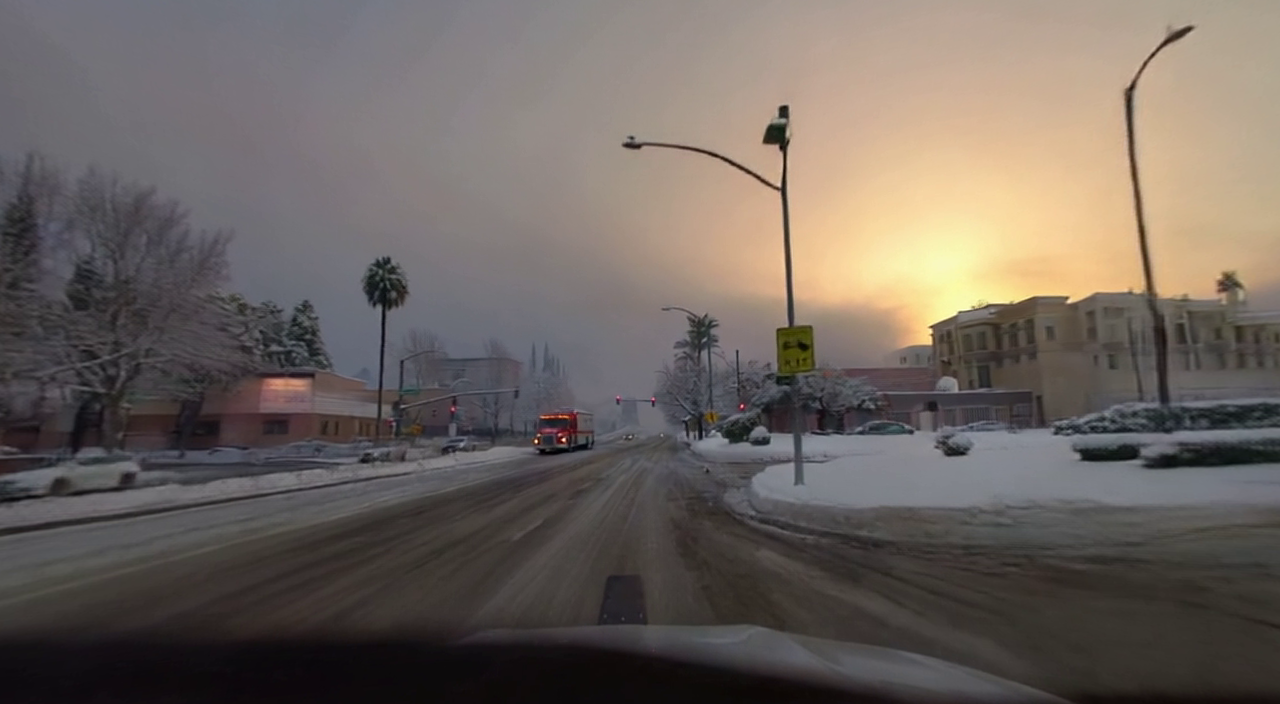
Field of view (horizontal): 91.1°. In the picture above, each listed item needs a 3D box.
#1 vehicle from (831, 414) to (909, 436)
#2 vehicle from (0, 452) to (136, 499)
[{"bbox_3d":[15.863,5.056,43.504,4.663,1.457,2.045,-1,-6,3],"label":"vehicle"},{"bbox_3d":[-22.181,4.627,23.965,1.945,1.504,4.566,0,-8,2],"label":"vehicle"}]
